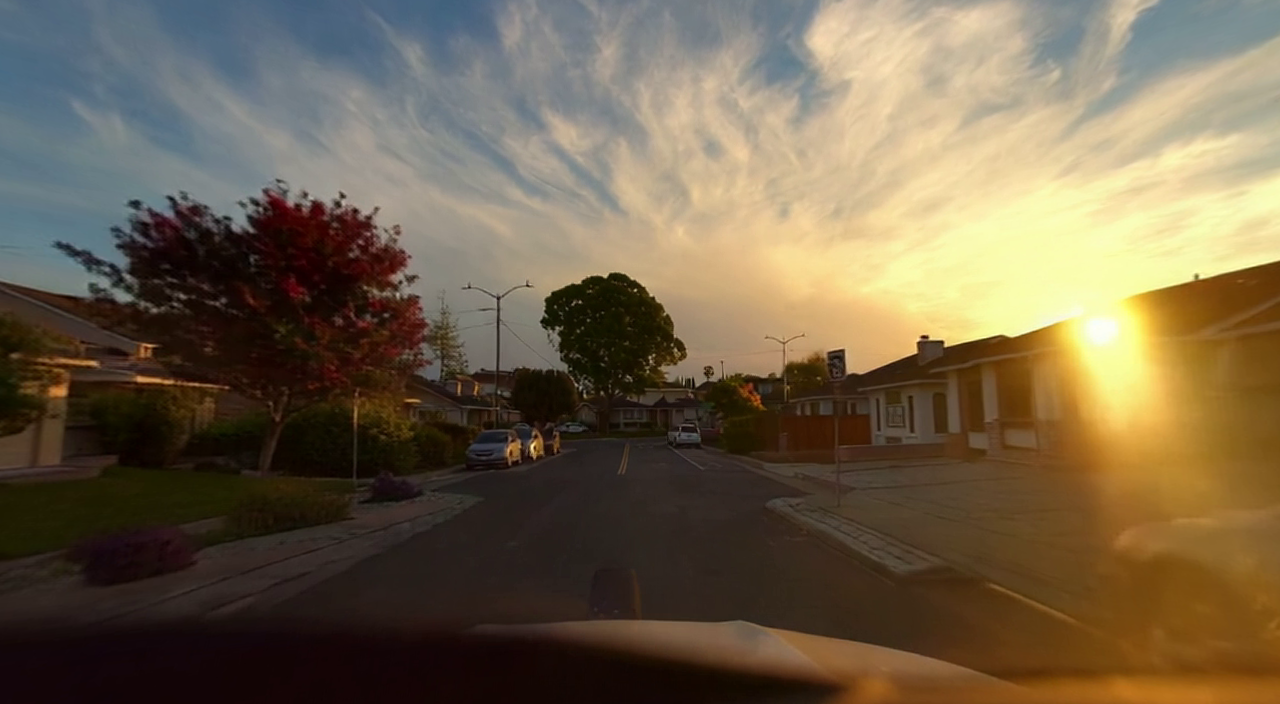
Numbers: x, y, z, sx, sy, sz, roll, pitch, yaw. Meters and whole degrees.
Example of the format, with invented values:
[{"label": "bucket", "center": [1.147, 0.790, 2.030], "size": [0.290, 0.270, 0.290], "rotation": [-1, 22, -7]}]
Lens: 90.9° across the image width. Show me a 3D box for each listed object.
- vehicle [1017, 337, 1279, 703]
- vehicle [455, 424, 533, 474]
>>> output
[{"label": "vehicle", "center": [3.302, 0.642, 1.270], "size": [2.073, 1.619, 4.574], "rotation": [0, -8, -3]}, {"label": "vehicle", "center": [-5.663, 3.800, 25.024], "size": [2.147, 1.780, 4.165], "rotation": [0, -8, -1]}]
